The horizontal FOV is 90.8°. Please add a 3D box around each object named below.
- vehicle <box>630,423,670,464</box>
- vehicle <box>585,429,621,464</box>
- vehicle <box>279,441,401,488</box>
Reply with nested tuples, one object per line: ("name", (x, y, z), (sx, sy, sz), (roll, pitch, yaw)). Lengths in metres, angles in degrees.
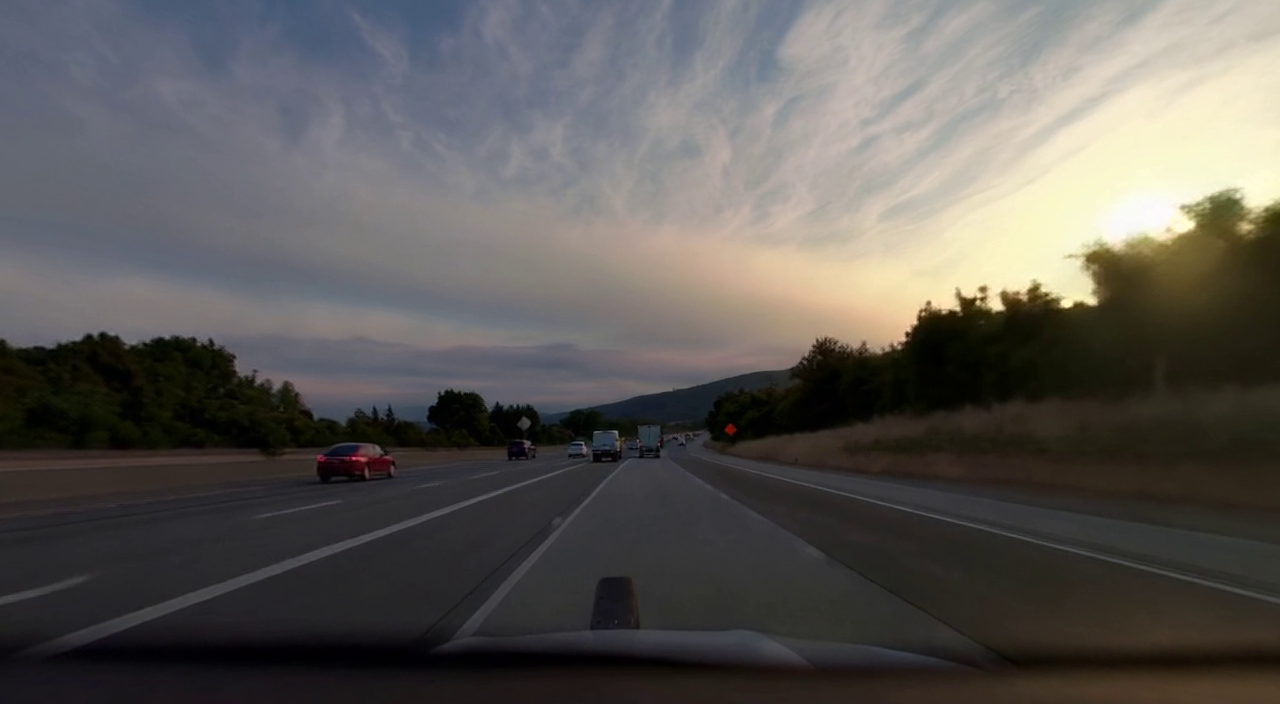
("vehicle", (0.800, 7.007, 48.484), (2.768, 2.854, 6.757), (1, -8, 1))
("vehicle", (-2.804, 7.285, 48.840), (2.328, 2.519, 5.238), (0, -8, 2))
("vehicle", (-10.240, 3.860, 22.068), (1.952, 1.457, 4.689), (0, -8, 0))
